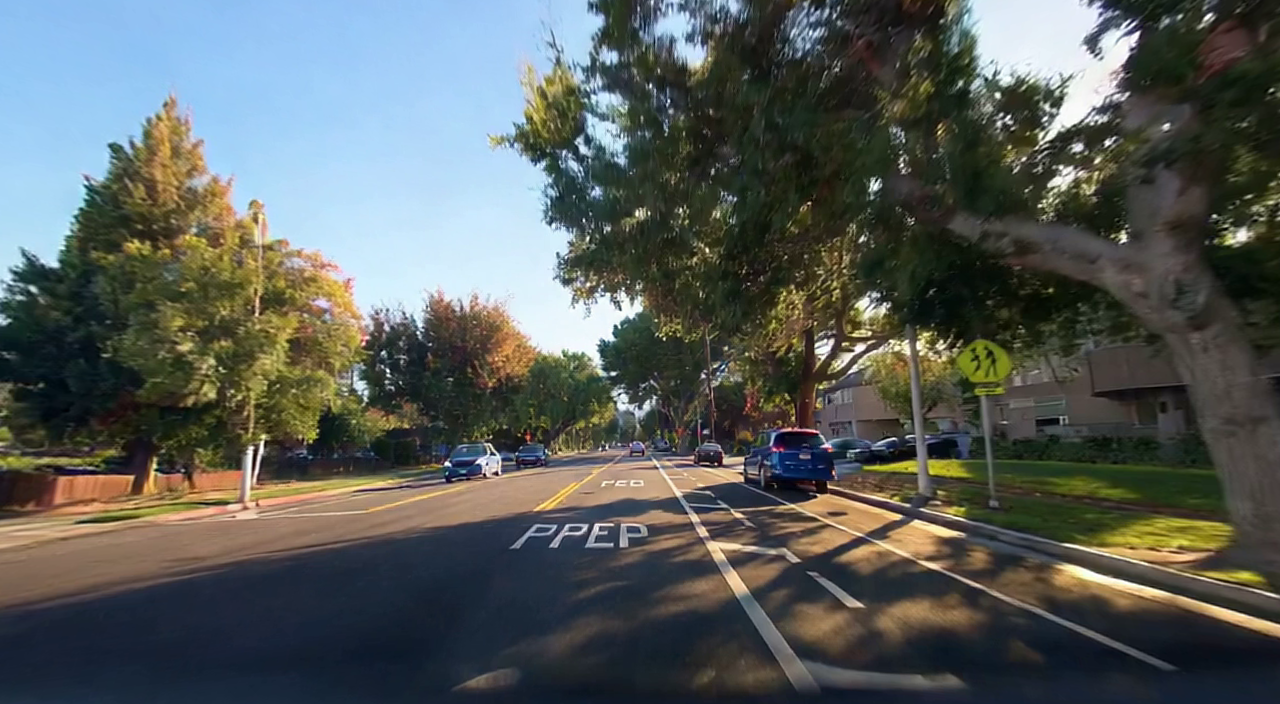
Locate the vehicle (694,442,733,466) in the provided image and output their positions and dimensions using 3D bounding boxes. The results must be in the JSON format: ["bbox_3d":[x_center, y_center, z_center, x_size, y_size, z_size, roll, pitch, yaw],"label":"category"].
[{"bbox_3d":[4.751,6.692,41.564,1.987,1.479,4.562,0,-8,0],"label":"vehicle"}]

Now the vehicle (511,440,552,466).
[{"bbox_3d":[-7.406,6.971,43.662,1.989,1.706,4.495,0,-8,1],"label":"vehicle"}]

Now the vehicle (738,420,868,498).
[{"bbox_3d":[4.695,3.226,19.504,2.335,1.972,6.368,0,-8,0],"label":"vehicle"}]

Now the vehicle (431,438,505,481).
[{"bbox_3d":[-7.394,4.658,27.627,1.979,1.711,4.331,0,-8,0],"label":"vehicle"}]
